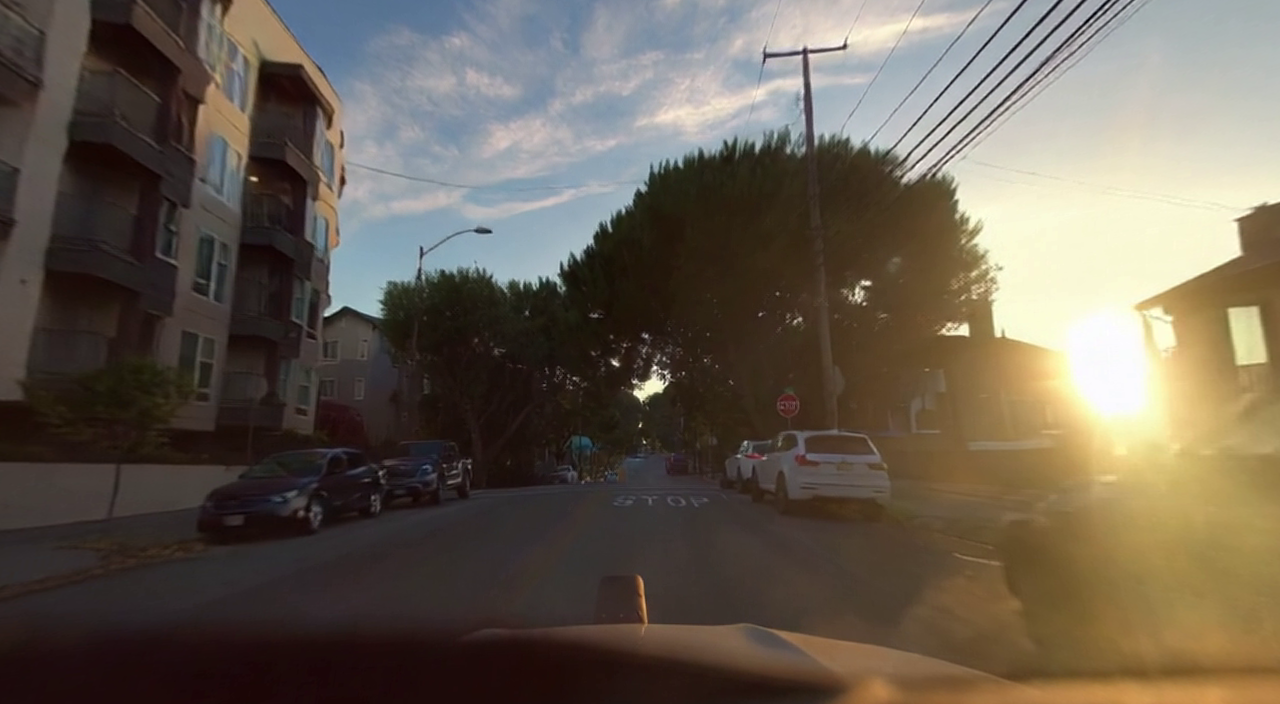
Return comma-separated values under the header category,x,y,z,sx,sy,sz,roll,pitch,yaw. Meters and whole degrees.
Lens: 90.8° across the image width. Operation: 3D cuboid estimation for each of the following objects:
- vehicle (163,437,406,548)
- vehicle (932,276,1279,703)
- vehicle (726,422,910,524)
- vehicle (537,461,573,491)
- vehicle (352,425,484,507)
category,x,y,z,sx,sy,sz,roll,pitch,yaw
vehicle,-6.310,2.499,11.998,2.069,1.647,4.359,-1,-8,0
vehicle,3.306,0.658,2.021,2.082,1.902,5.122,0,-9,-3
vehicle,3.330,2.377,13.000,2.154,1.699,4.591,0,-9,-4
vehicle,-5.911,8.635,44.363,1.987,1.662,4.141,-2,-7,-1
vehicle,-6.115,3.304,18.188,2.076,1.913,5.060,-3,-11,-1
